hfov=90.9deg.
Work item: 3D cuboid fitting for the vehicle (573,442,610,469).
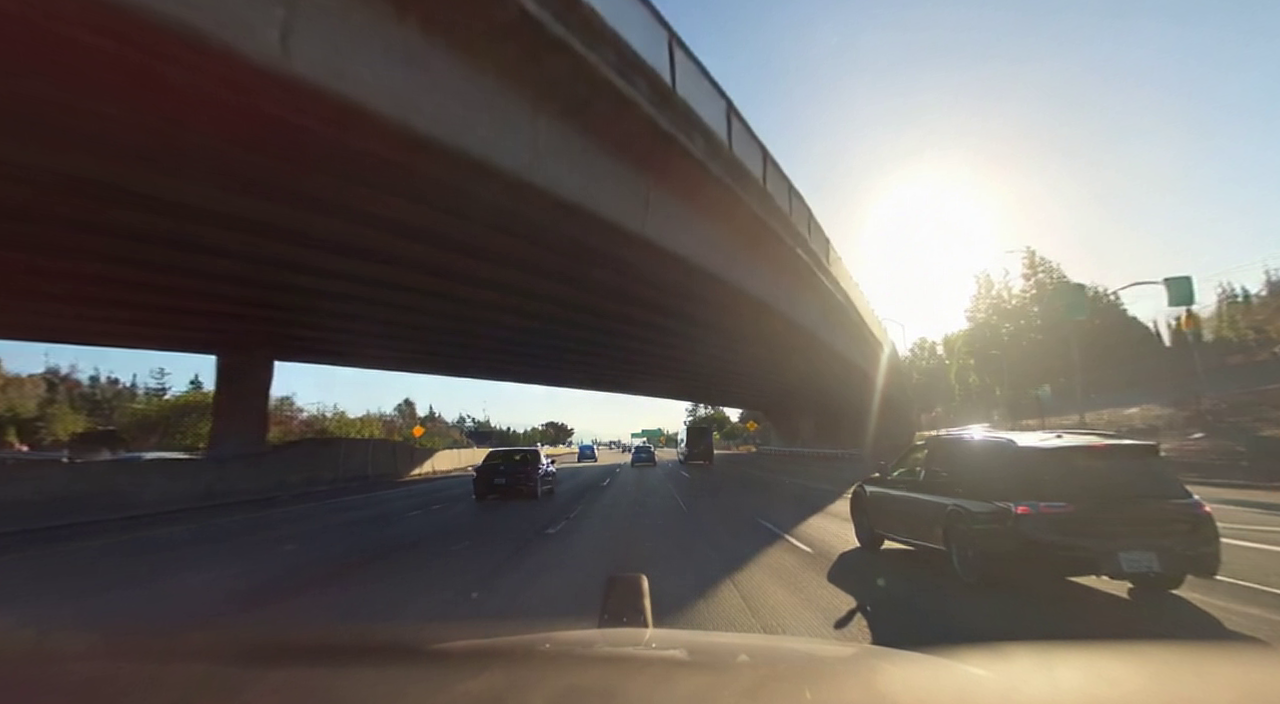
[{"bbox_3d":[-3.224,7.017,42.759,2.078,1.706,4.298,-1,-9,1],"label":"vehicle"}]

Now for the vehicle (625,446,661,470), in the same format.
[{"bbox_3d":[0.189,6.756,40.425,2.174,1.467,4.005,0,-8,0],"label":"vehicle"}]

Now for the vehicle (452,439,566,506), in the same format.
[{"bbox_3d":[-3.352,3.175,17.020,2.137,1.562,3.926,-1,-8,1],"label":"vehicle"}]

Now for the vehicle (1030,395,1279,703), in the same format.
[{"bbox_3d":[3.954,0.905,2.361,2.085,1.558,4.466,0,-9,0],"label":"vehicle"}]

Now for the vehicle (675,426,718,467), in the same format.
[{"bbox_3d":[3.972,6.874,45.757,2.436,2.745,6.607,0,-9,-1],"label":"vehicle"}]
